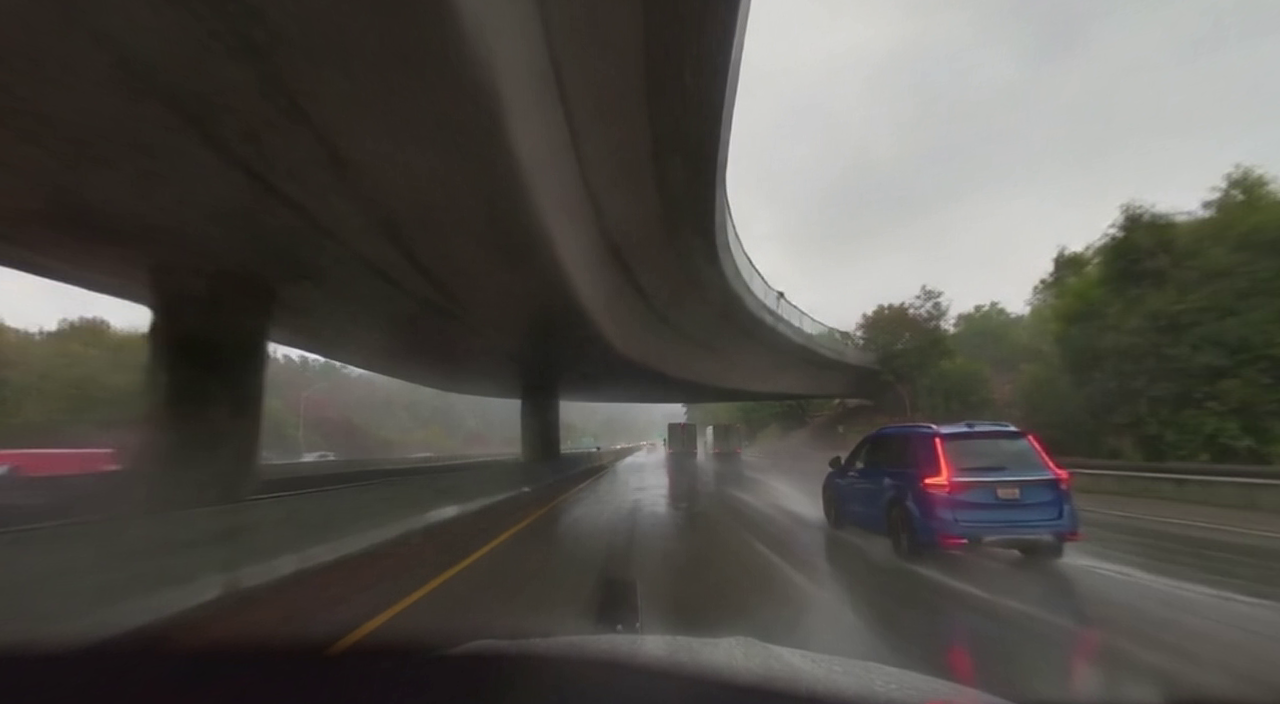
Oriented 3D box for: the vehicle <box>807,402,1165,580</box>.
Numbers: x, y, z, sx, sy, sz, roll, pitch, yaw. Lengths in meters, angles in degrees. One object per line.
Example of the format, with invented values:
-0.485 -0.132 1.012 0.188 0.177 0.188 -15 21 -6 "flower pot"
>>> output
3.933 1.666 8.352 2.148 1.691 4.443 0 -8 -1 "vehicle"
